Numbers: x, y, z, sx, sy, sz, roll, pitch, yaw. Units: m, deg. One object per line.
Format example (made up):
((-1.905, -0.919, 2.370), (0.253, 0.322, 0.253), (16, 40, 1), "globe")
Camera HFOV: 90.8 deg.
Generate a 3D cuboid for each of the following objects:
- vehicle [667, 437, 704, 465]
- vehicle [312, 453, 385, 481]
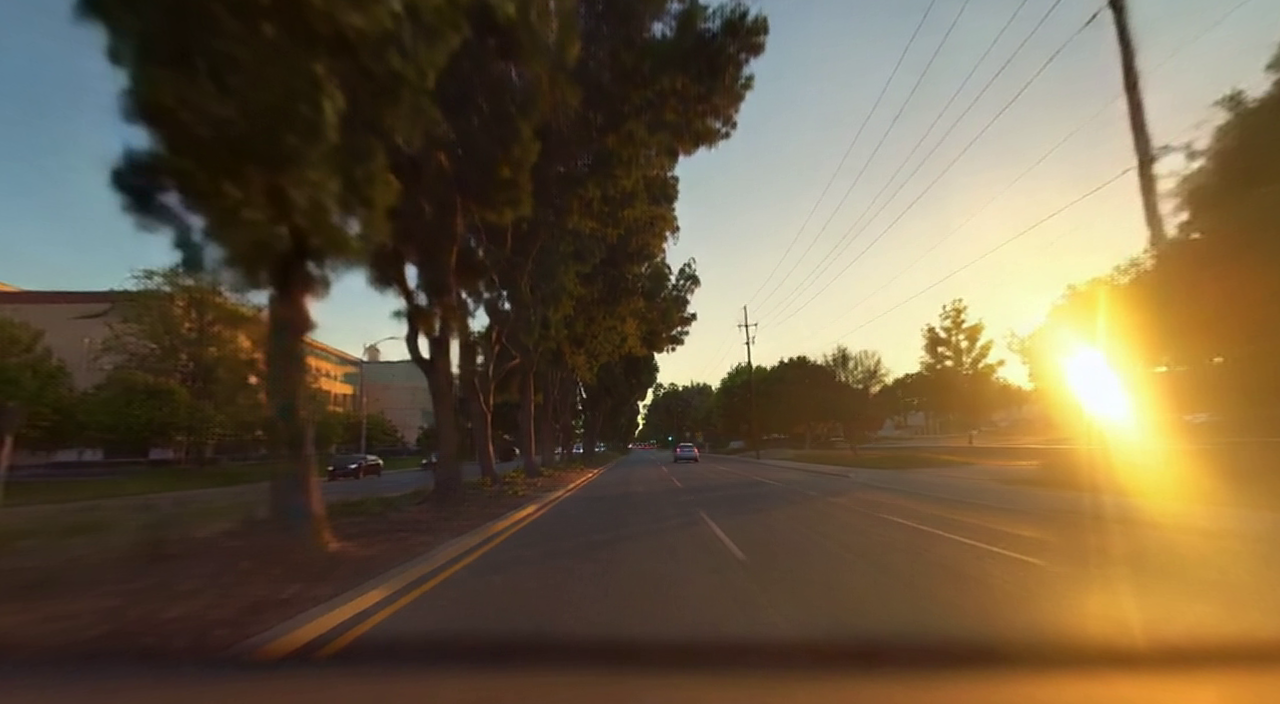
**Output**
((3.139, 6.987, 44.692), (2.085, 1.828, 5.383), (0, -8, -1), "vehicle")
((-16.838, 6.638, 36.743), (1.908, 1.445, 4.730), (0, -8, 1), "vehicle")
